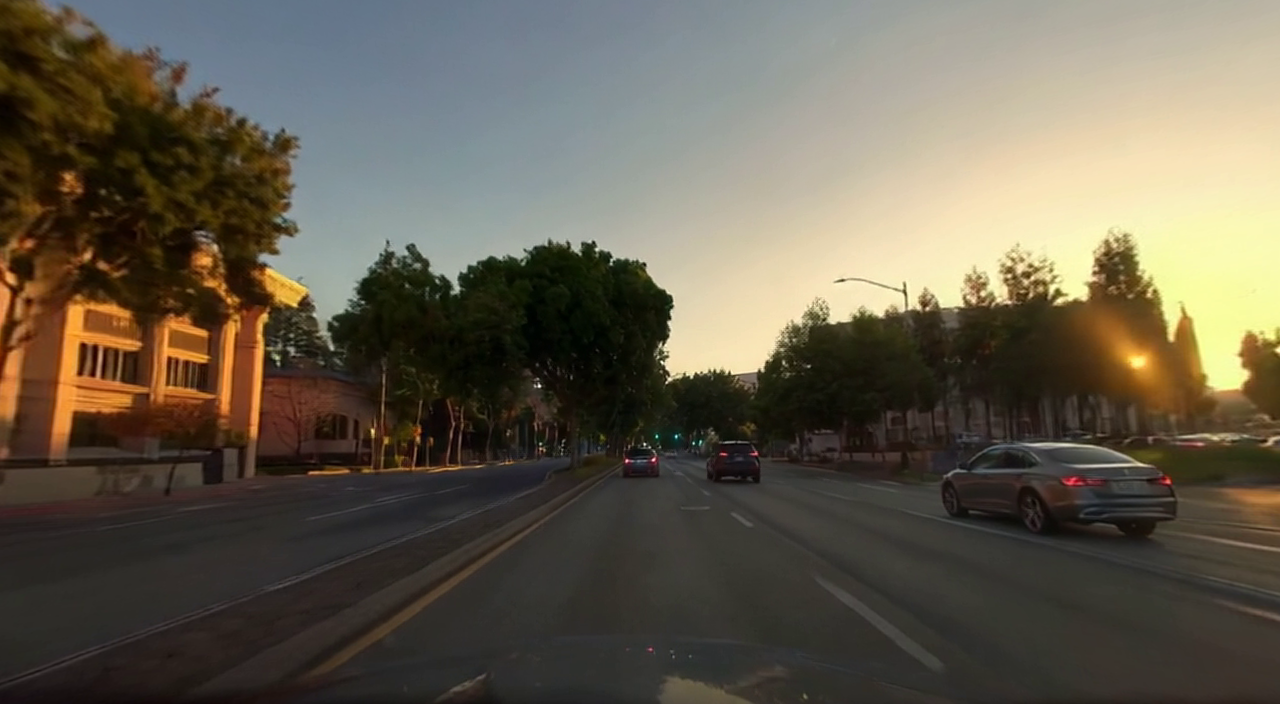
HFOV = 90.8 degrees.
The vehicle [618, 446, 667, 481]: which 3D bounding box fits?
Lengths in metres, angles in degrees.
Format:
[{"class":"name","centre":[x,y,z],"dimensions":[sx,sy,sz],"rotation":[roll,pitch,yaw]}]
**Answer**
[{"class":"vehicle","centre":[0.117,4.992,28.486],"dimensions":[2.054,1.446,3.969],"rotation":[-1,-9,0]}]

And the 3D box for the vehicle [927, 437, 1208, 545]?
[{"class":"vehicle","centre":[6.938,2.267,10.983],"dimensions":[1.868,1.472,4.274],"rotation":[0,-9,0]}]

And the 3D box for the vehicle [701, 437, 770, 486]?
[{"class":"vehicle","centre":[3.753,4.392,25.631],"dimensions":[2.036,1.757,4.300],"rotation":[0,-9,-1]}]
